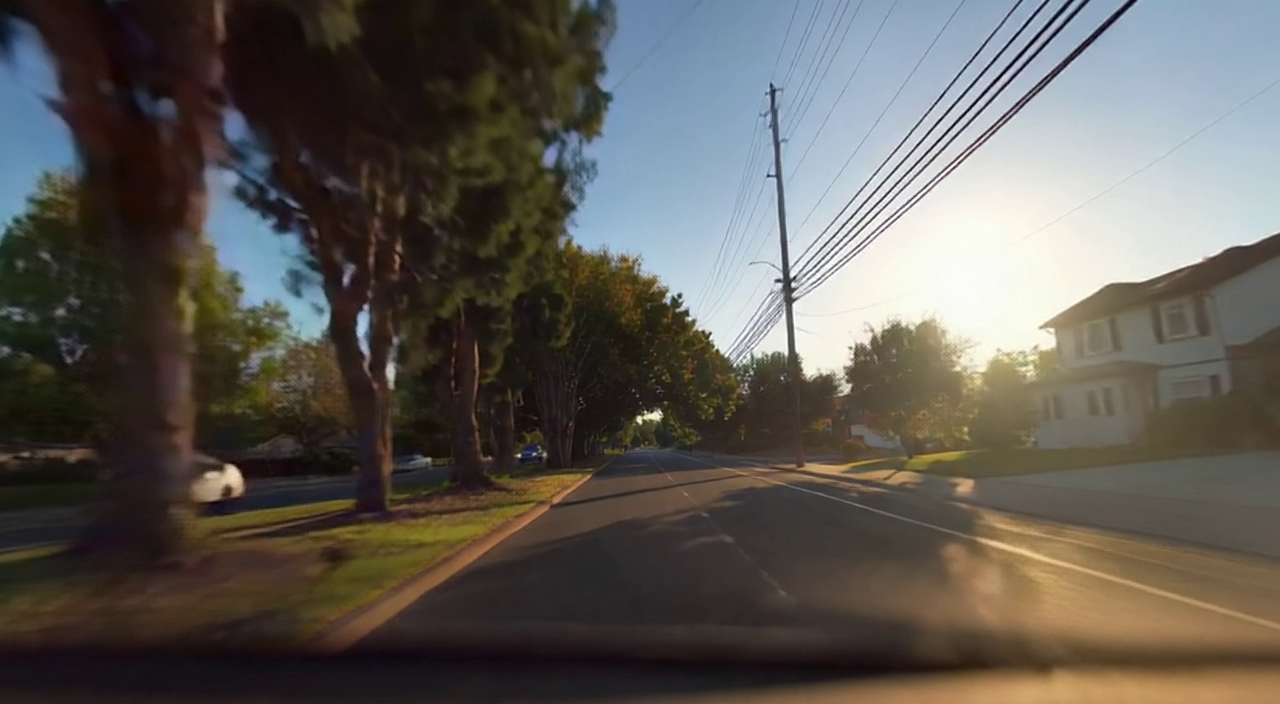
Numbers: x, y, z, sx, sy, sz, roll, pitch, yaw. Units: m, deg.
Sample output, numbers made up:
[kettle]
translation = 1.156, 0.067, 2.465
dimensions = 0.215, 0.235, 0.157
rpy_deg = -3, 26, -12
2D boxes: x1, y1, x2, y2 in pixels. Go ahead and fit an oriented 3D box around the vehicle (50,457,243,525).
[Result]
[vehicle]
translation = -13.341, 3.740, 17.513
dimensions = 1.897, 1.451, 4.298
rpy_deg = -3, -8, 0
